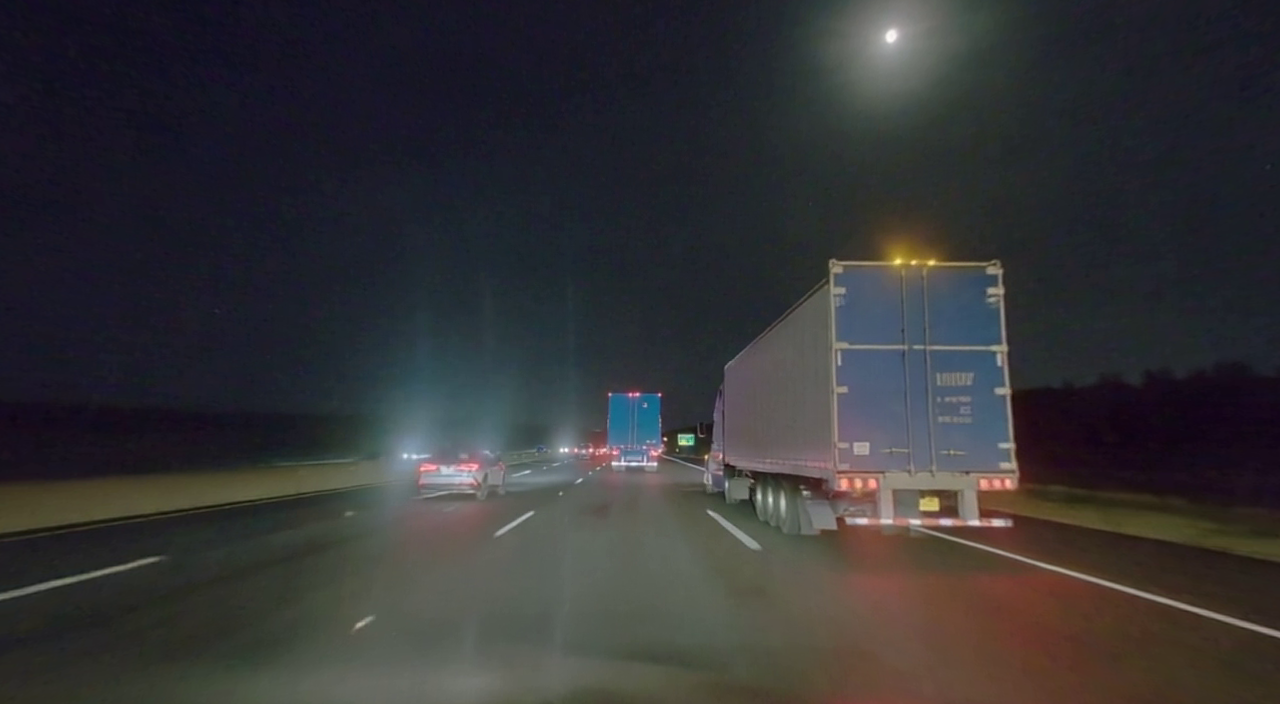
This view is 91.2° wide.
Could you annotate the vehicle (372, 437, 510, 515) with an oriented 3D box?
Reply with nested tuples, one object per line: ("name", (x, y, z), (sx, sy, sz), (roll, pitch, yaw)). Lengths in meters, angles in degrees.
("vehicle", (-4.330, 2.746, 14.317), (1.895, 1.500, 3.808), (0, -9, 0))

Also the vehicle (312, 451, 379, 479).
("vehicle", (-17.286, 6.645, 37.069), (1.864, 1.503, 4.270), (0, -9, 0))

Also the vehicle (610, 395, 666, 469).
("vehicle", (-0.166, 5.301, 40.384), (3.123, 4.094, 10.812), (0, -9, -1))
